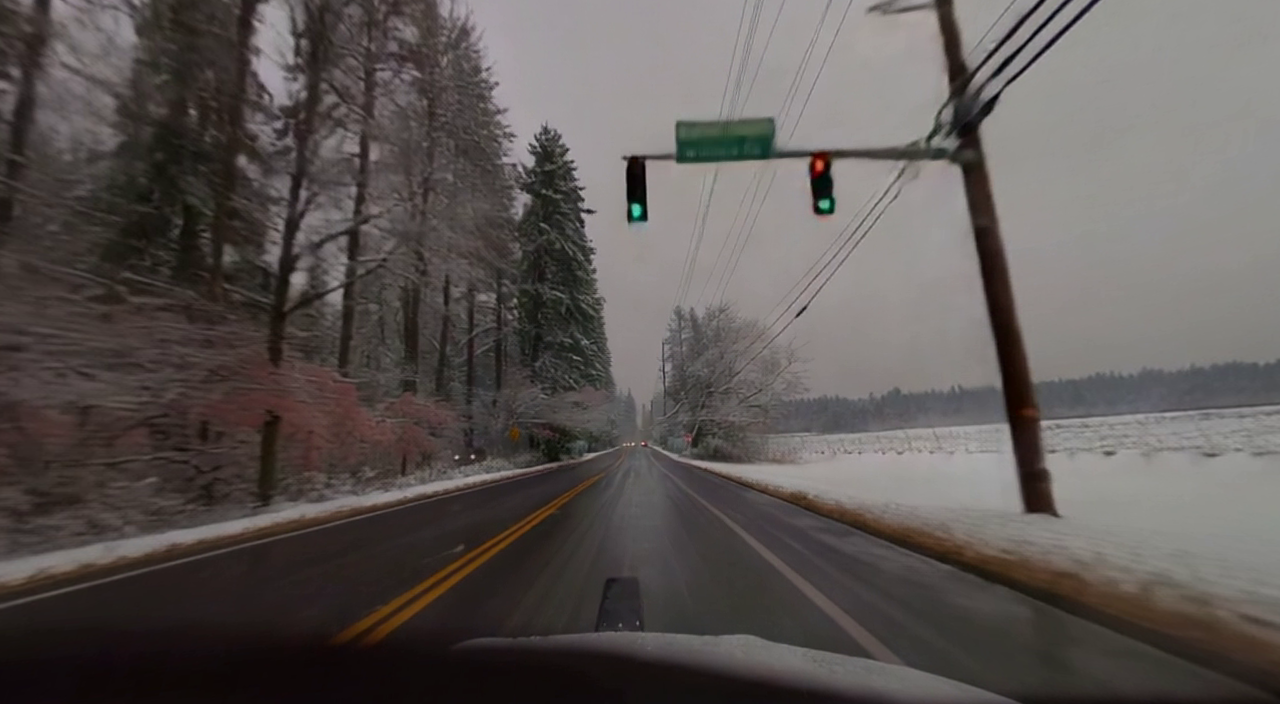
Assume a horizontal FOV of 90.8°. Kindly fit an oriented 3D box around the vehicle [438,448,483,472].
[{"bbox_3d":[-13.548,8.141,47.863,2.030,1.688,4.527,-1,-9,1],"label":"vehicle"}]
